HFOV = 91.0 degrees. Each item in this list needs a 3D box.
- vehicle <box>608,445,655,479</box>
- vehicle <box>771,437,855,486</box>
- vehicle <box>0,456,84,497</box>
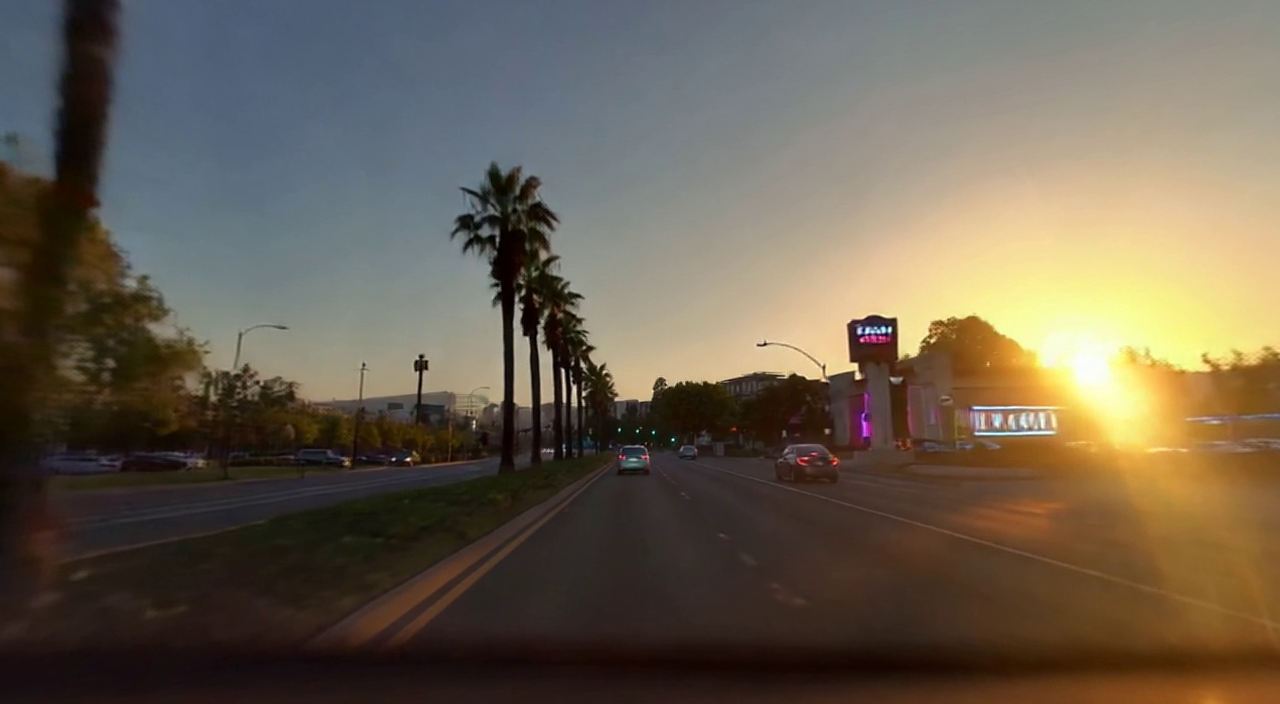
[{"bbox_3d":[-0.354,4.849,28.118,1.970,1.402,3.756,0,-8,0],"label":"vehicle"},{"bbox_3d":[6.391,4.082,23.759,1.949,1.647,3.894,0,-8,-2],"label":"vehicle"},{"bbox_3d":[-24.388,4.790,24.428,3.898,1.459,1.680,1,-8,-2],"label":"vehicle"}]
